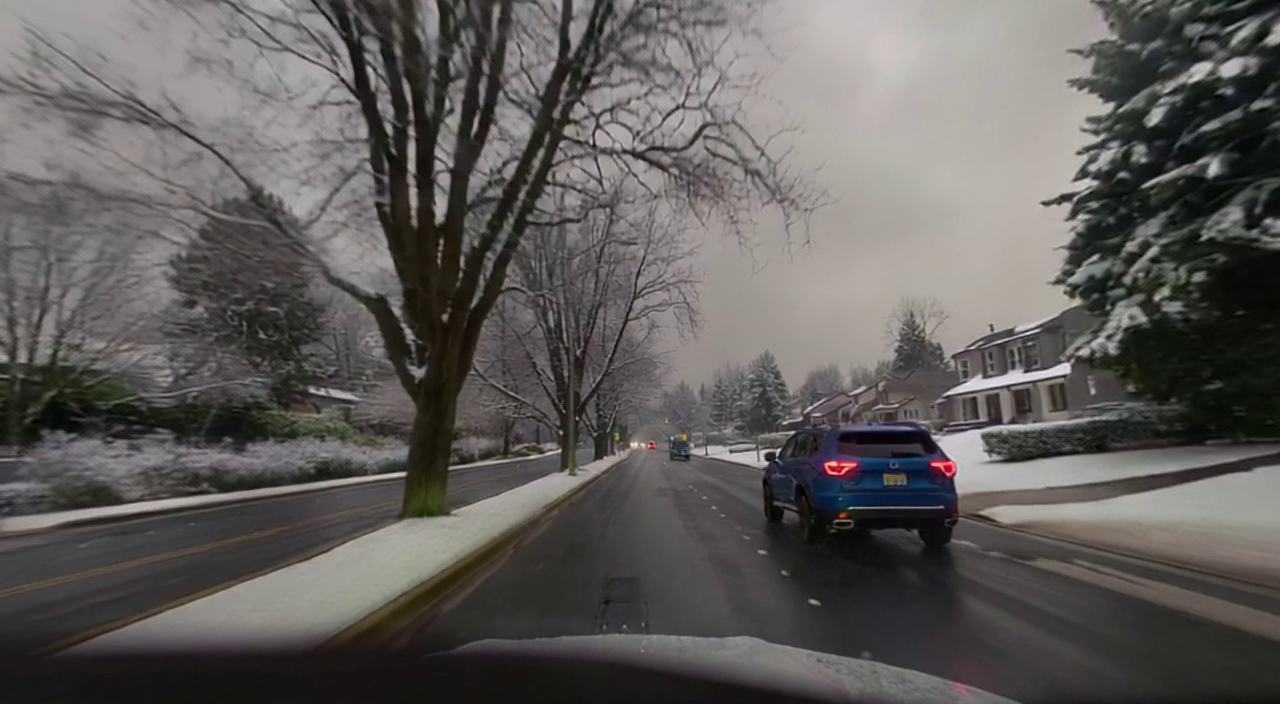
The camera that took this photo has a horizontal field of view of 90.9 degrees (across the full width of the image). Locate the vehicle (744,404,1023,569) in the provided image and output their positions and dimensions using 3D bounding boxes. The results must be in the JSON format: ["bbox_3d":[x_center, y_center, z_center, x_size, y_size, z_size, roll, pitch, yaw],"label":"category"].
[{"bbox_3d":[3.039,1.807,9.239,2.180,1.773,4.639,0,-8,-1],"label":"vehicle"}]
